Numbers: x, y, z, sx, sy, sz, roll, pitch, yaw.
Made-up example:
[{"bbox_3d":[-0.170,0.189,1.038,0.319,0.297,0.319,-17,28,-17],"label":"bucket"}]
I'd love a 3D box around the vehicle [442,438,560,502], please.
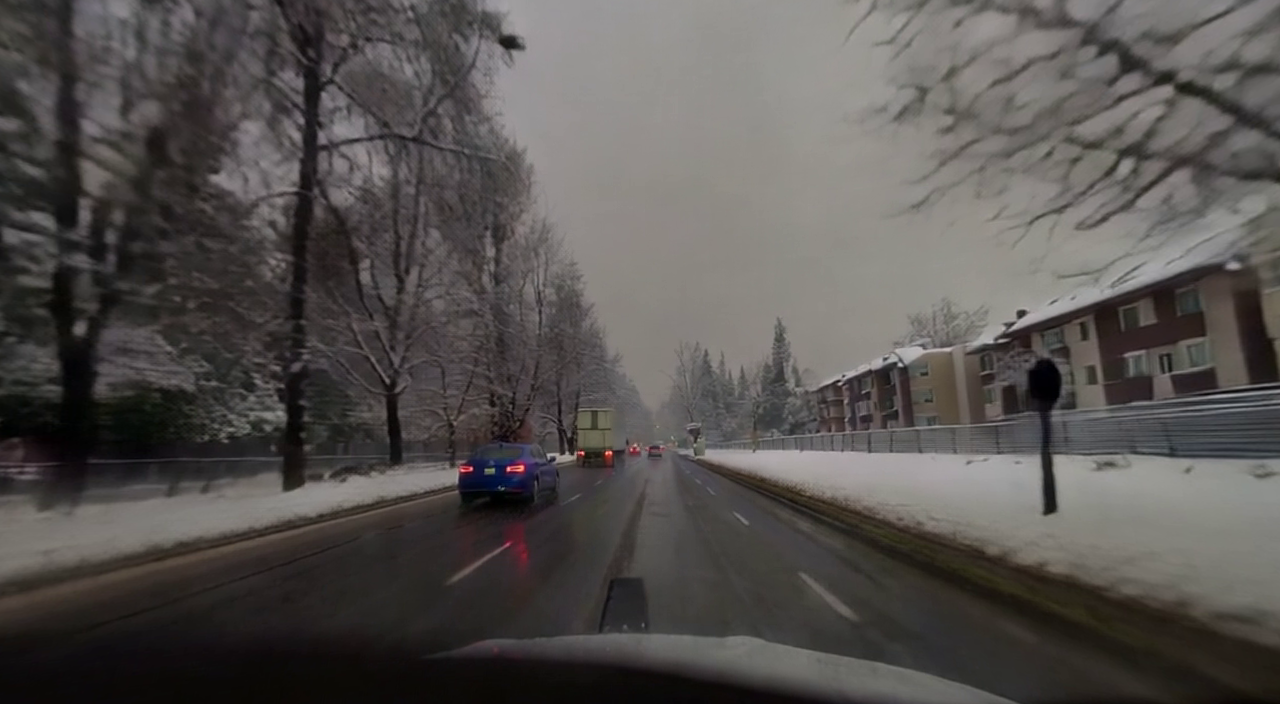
[{"bbox_3d":[-3.509,3.057,16.828,2.005,1.462,4.345,0,-8,2],"label":"vehicle"}]

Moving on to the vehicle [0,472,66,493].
[{"bbox_3d":[-47.683,10.163,49.145,4.016,1.434,1.718,0,-9,-3],"label":"vehicle"}]

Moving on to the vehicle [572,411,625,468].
[{"bbox_3d":[-2.515,5.750,41.197,2.746,3.276,8.572,0,-8,1],"label":"vehicle"}]
